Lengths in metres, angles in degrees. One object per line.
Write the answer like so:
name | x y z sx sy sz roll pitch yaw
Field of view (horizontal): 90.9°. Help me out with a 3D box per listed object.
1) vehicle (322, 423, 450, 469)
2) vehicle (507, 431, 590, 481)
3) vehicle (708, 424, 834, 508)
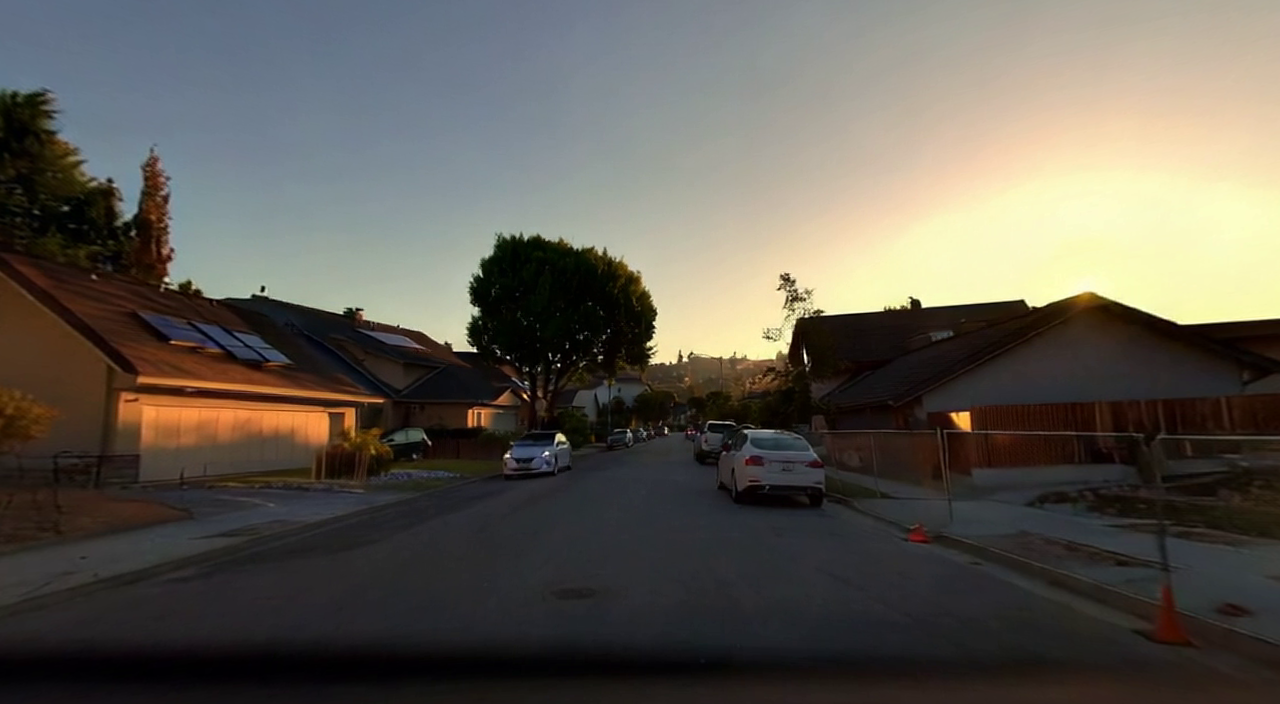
vehicle | -10.117 3.768 25.357 4.205 1.745 2.121 -1 -8 4
vehicle | -2.943 3.441 21.209 1.972 1.499 4.191 -1 -8 3
vehicle | 2.582 2.333 13.407 1.998 1.494 3.927 0 -8 3
